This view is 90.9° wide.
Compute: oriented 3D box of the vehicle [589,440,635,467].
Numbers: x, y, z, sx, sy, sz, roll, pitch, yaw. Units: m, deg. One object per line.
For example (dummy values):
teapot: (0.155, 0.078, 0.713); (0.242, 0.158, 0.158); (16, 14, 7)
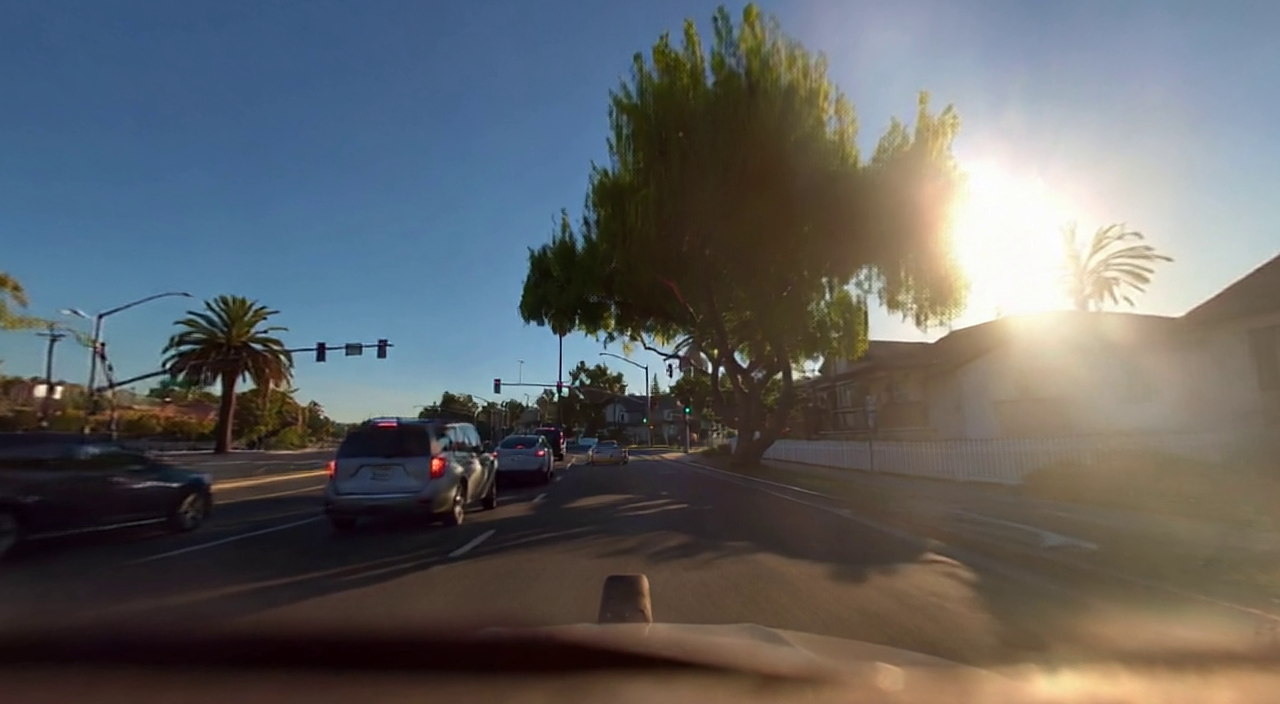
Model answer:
vehicle: (-1.494, 5.116, 32.054); (2.131, 1.222, 3.868); (0, -8, -6)

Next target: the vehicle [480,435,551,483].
vehicle: (-4.201, 3.646, 21.840); (1.709, 1.425, 4.337); (-1, -8, -2)

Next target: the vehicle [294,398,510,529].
vehicle: (-4.014, 1.979, 11.786); (2.144, 1.877, 4.899); (-1, -8, 0)

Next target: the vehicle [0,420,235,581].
vehicle: (-6.958, 1.544, 6.910); (1.984, 1.479, 4.816); (-1, -8, -2)
